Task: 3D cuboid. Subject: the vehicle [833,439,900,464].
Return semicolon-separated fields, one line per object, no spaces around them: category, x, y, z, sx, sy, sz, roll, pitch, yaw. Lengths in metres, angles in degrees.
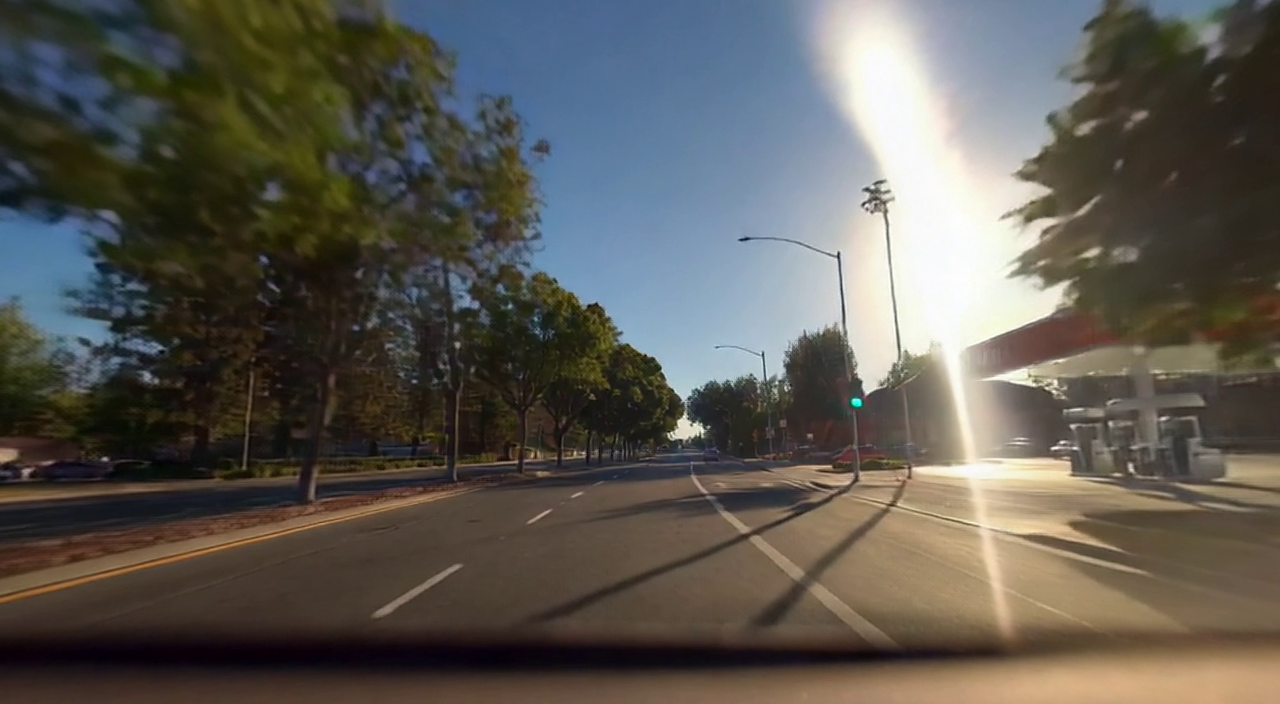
vehicle;15.361;6.755;42.736;4.744;1.475;2.008;9;-16;-39

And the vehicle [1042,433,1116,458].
vehicle;33.053;7.053;47.712;2.045;1.778;4.517;0;-9;-5
